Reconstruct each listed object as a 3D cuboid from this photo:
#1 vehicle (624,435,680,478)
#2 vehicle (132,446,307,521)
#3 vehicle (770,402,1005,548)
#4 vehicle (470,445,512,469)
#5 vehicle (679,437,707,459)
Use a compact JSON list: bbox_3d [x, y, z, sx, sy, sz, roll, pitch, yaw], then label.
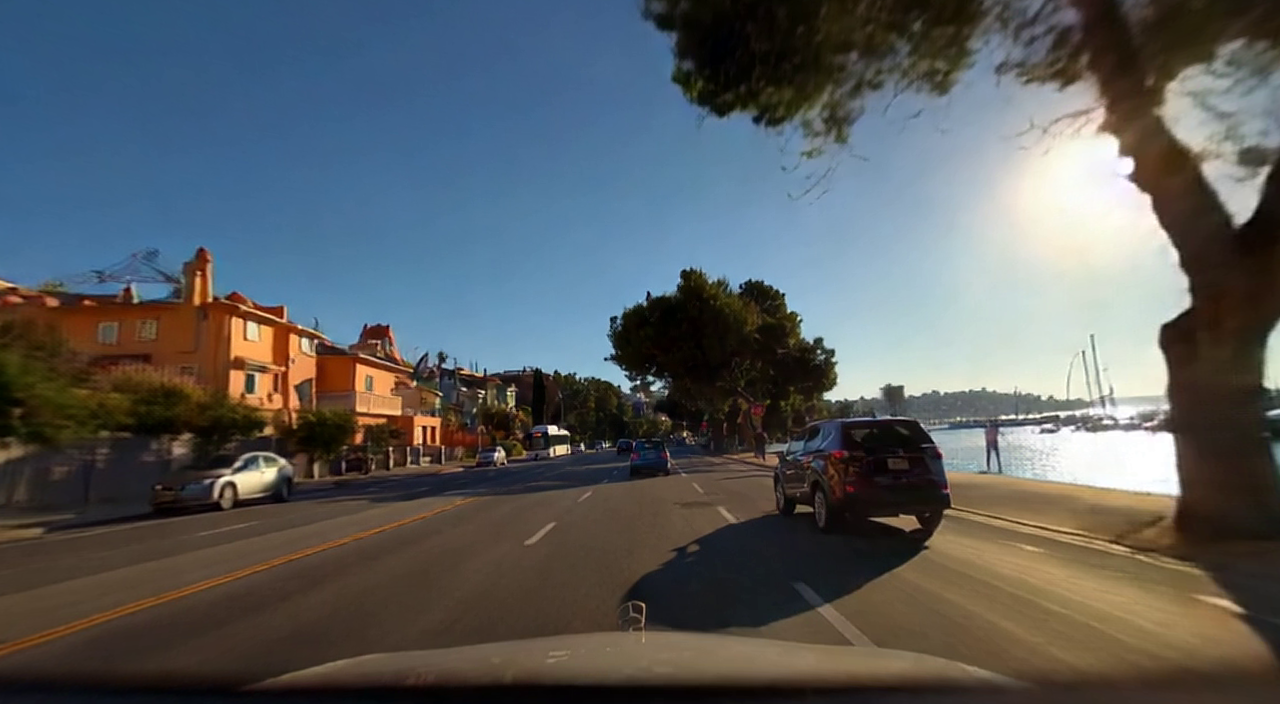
[{"bbox_3d":[0.462,4.269,26.003,2.132,1.632,3.838,0,-8,0],"label":"vehicle"},{"bbox_3d":[-10.341,3.209,15.924,1.701,1.528,3.881,-1,-7,1],"label":"vehicle"},{"bbox_3d":[3.589,1.877,10.223,2.000,1.809,4.405,0,-8,0],"label":"vehicle"},{"bbox_3d":[-10.105,7.120,42.922,1.731,1.489,3.841,-1,-8,3],"label":"vehicle"},{"bbox_3d":[4.120,7.576,49.594,1.876,1.626,3.851,0,-8,0],"label":"vehicle"}]
